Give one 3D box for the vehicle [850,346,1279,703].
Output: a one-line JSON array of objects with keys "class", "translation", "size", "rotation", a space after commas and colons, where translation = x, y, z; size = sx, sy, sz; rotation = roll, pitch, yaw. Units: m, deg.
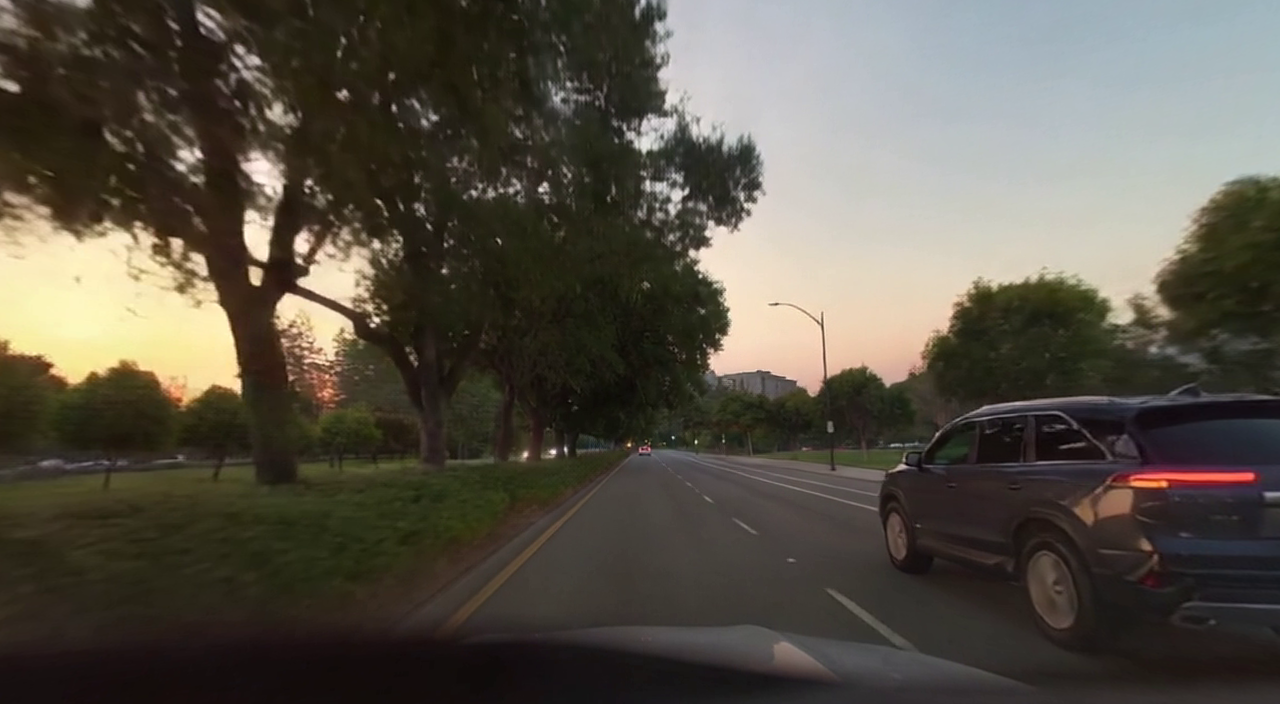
[{"class": "vehicle", "translation": [3.615, 1.210, 5.047], "size": [2.087, 1.759, 5.040], "rotation": [0, -8, 0]}]
